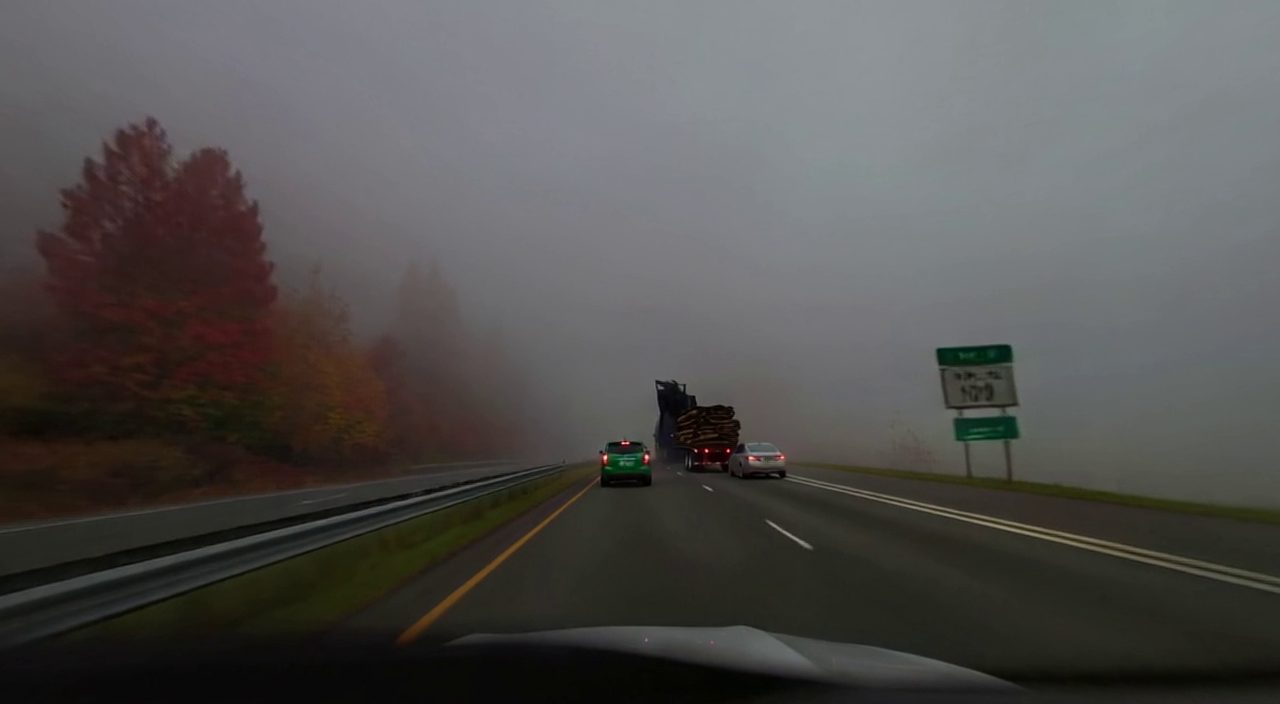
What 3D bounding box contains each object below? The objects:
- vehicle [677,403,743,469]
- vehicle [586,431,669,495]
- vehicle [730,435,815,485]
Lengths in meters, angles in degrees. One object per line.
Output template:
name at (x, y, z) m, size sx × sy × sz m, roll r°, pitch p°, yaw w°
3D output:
vehicle at (4.446, 5.638, 41.695) m, size 3.125 × 3.895 × 8.461 m, roll 0°, pitch -9°, yaw -2°
vehicle at (-0.360, 3.351, 19.199) m, size 2.263 × 1.699 × 3.936 m, roll 0°, pitch -9°, yaw 0°
vehicle at (4.767, 3.966, 23.304) m, size 2.057 × 1.660 × 4.525 m, roll 0°, pitch -9°, yaw -1°
